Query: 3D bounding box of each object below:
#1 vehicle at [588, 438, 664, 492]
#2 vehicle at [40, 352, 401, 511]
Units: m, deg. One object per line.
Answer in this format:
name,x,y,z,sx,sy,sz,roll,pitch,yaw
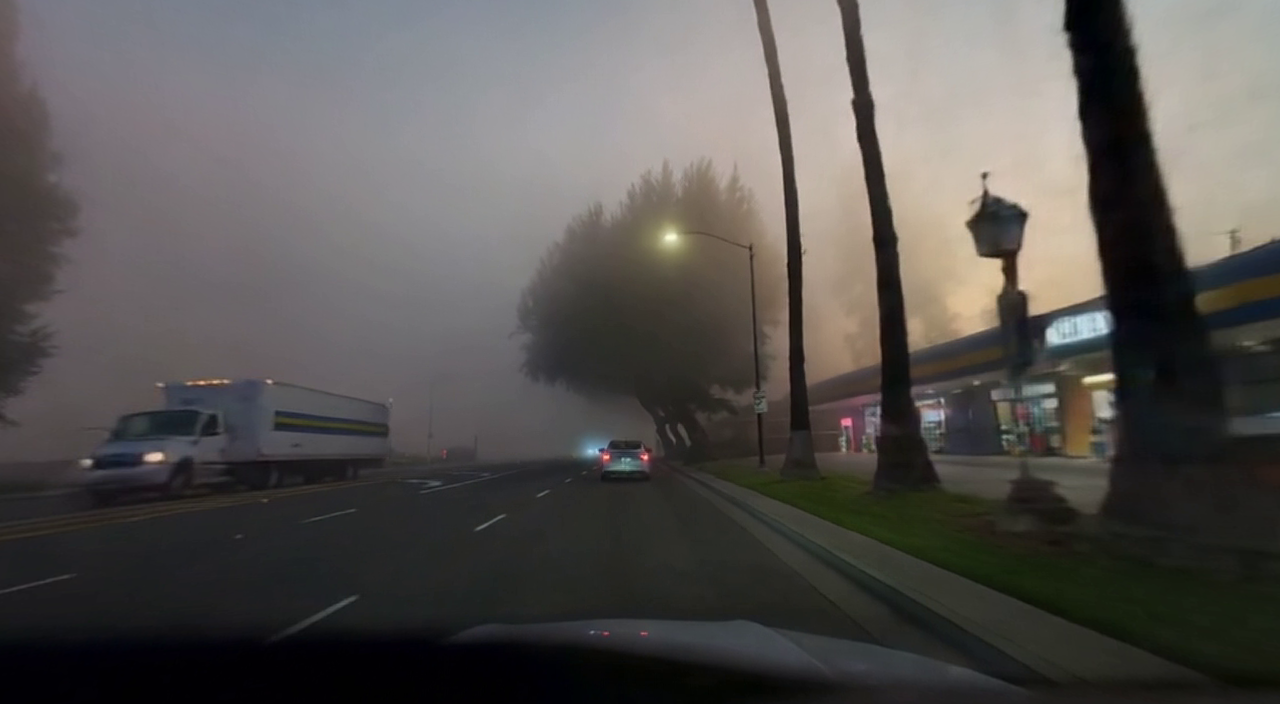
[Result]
vehicle,-0.409,3.428,19.509,2.076,1.486,4.119,0,-8,-1
vehicle,-11.643,2.673,20.331,3.022,3.532,12.586,0,-8,0
